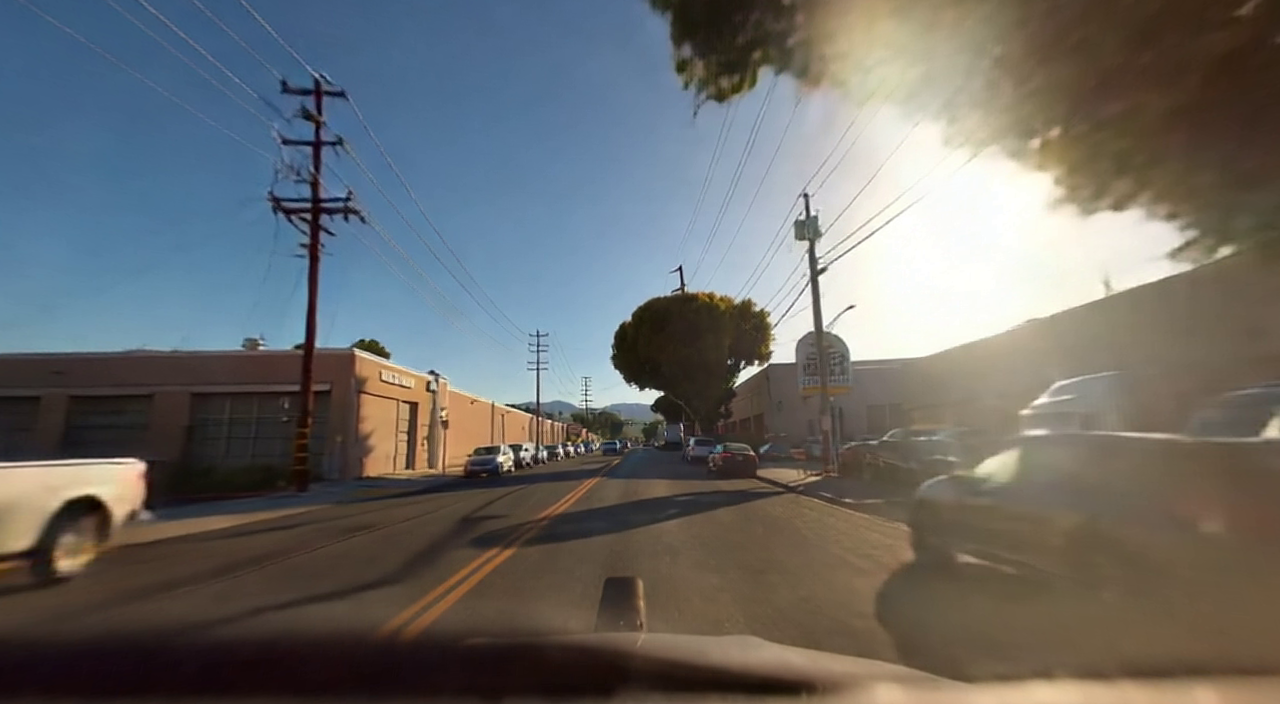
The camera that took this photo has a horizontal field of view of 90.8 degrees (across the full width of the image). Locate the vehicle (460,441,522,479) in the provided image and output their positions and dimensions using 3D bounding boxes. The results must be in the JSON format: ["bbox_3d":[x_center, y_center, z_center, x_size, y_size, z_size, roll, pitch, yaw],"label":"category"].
[{"bbox_3d":[-7.648,5.560,32.866,2.194,1.775,4.482,0,-8,-1],"label":"vehicle"}]

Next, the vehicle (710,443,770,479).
[{"bbox_3d":[4.393,4.839,28.419,1.919,1.453,4.425,0,-8,-1],"label":"vehicle"}]

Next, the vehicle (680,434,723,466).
[{"bbox_3d":[4.021,6.557,42.491,2.218,1.956,5.916,0,-8,-1],"label":"vehicle"}]

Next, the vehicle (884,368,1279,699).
[{"bbox_3d":[4.277,1.352,5.988,2.087,1.892,4.579,0,-8,0],"label":"vehicle"}]

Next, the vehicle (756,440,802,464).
[{"bbox_3d":[8.923,6.483,40.947,1.798,1.370,4.191,-3,-9,-3],"label":"vehicle"}]

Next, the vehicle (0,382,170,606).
[{"bbox_3d":[-7.547,1.275,4.969,2.692,2.152,6.686,-2,-8,-1],"label":"vehicle"}]

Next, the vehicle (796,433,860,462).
[{"bbox_3d":[12.128,6.213,41.121,1.965,1.705,4.677,0,-8,-10],"label":"vehicle"}]
